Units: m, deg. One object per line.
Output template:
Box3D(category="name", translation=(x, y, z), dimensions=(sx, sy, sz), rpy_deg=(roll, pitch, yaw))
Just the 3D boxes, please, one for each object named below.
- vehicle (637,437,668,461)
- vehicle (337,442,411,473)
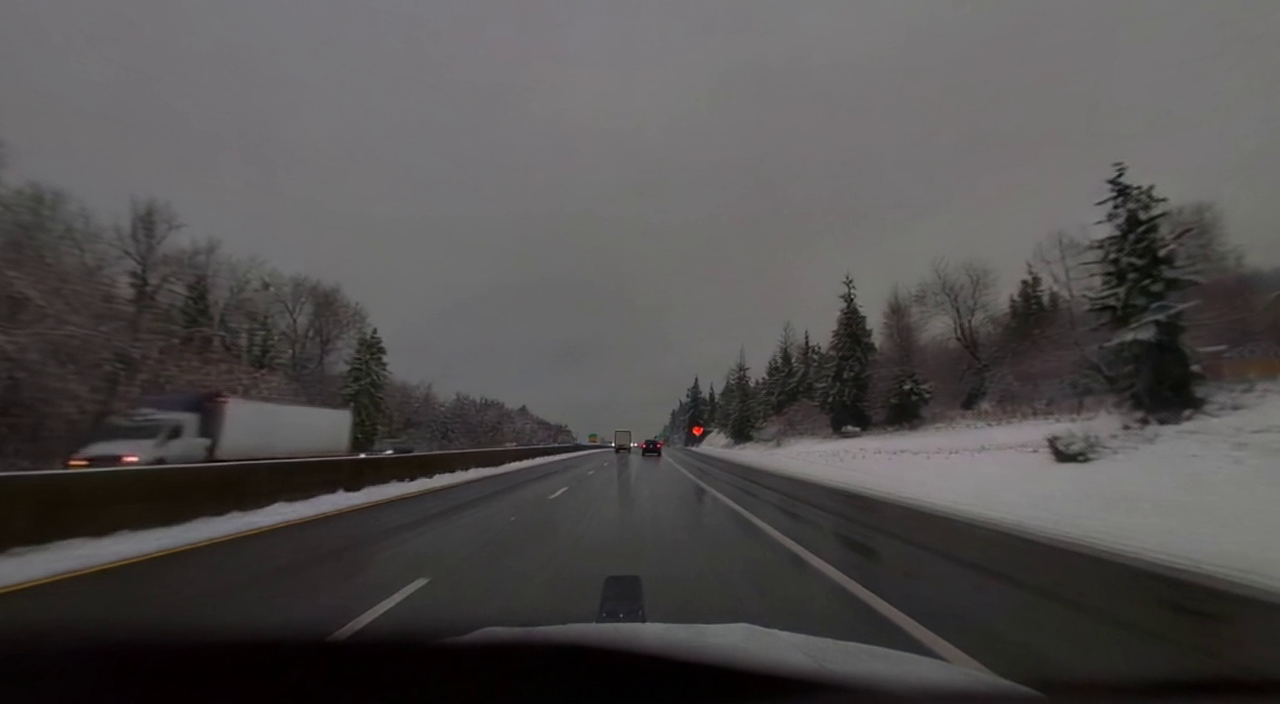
Box3D(category="vehicle", translation=(0.805, 6.513, 42.343), dimensions=(2.030, 1.523, 4.114), rpy_deg=(0, -8, 0))
Box3D(category="vehicle", translation=(-14.236, 5.636, 33.988), dimensions=(1.892, 1.511, 4.694), rpy_deg=(0, -8, 1))
